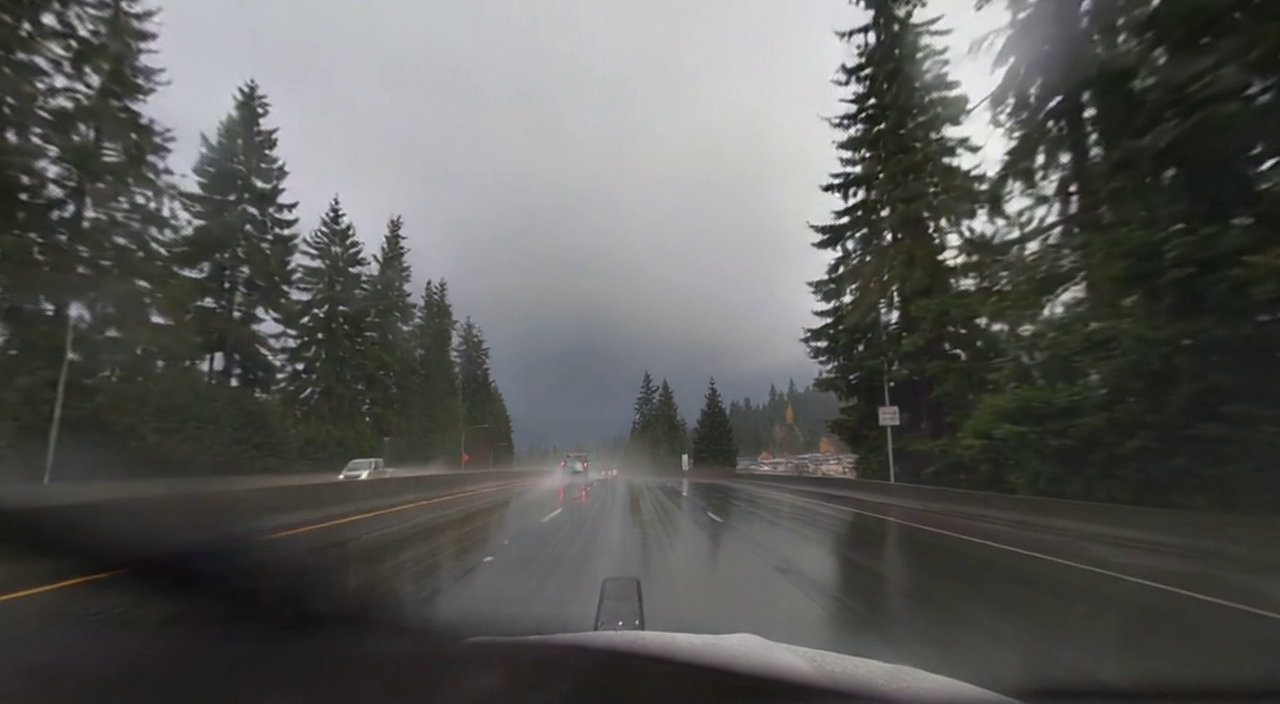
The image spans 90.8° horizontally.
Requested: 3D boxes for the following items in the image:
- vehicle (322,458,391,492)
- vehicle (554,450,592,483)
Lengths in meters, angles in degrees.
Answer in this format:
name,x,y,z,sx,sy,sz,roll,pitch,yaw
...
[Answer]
name,x,y,z,sx,sy,sz,roll,pitch,yaw
vehicle,-16.765,7.275,37.668,2.069,1.776,4.803,0,-9,-3
vehicle,-4.850,8.308,46.290,2.323,2.252,4.808,0,-9,-1
